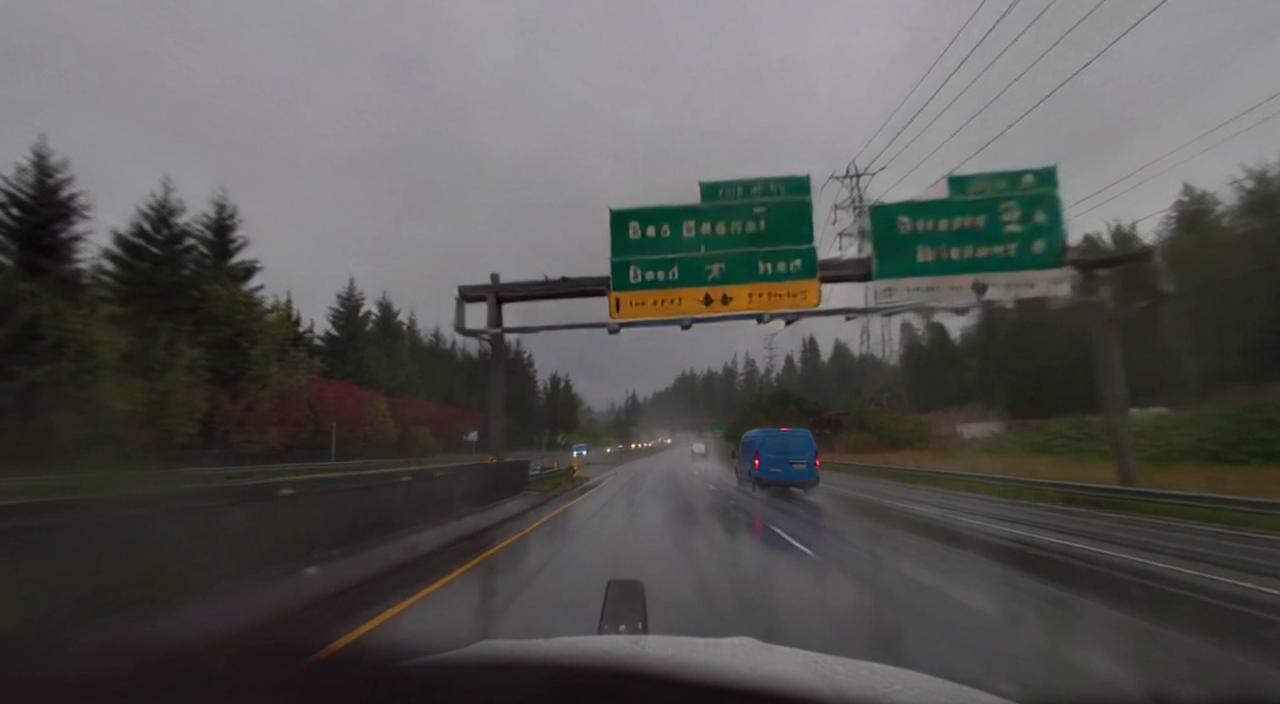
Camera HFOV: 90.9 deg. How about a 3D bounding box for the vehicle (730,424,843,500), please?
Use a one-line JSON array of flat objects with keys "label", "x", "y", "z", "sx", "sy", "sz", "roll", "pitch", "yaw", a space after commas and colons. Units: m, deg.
[{"label": "vehicle", "x": 4.214, "y": 3.298, "z": 19.170, "sx": 2.261, "sy": 1.969, "sz": 5.104, "roll": 0, "pitch": -9, "yaw": 1}]
